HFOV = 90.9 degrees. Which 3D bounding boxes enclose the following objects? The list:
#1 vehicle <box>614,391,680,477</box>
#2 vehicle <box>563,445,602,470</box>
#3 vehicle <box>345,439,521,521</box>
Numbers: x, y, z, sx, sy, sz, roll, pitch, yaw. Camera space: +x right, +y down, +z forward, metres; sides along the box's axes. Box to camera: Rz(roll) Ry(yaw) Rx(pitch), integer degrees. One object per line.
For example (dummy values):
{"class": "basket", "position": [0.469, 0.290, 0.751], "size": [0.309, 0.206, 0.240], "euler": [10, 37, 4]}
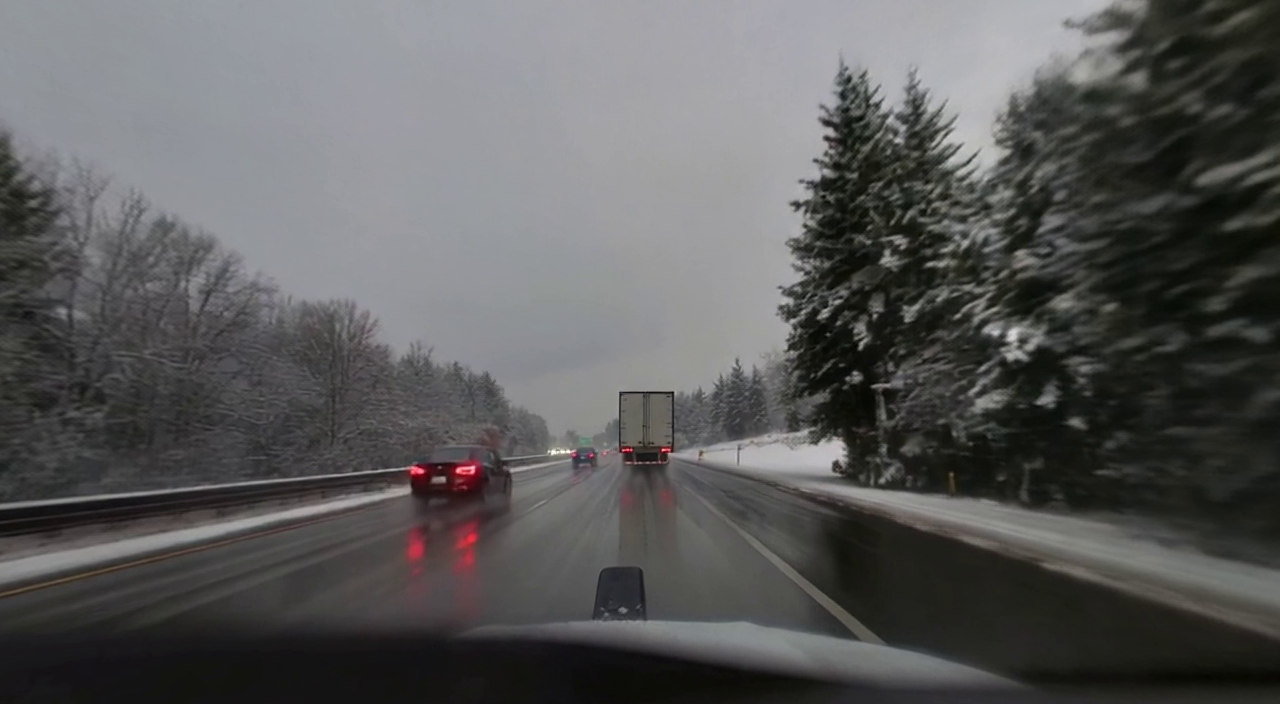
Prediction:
{"class": "vehicle", "position": [0.240, 4.437, 33.054], "size": [2.959, 3.828, 9.617], "euler": [0, -9, -1]}
{"class": "vehicle", "position": [-3.861, 7.193, 43.108], "size": [2.074, 1.546, 4.946], "euler": [0, -9, 1]}
{"class": "vehicle", "position": [-4.232, 2.724, 13.946], "size": [2.206, 1.478, 4.824], "euler": [-1, -9, 1]}
